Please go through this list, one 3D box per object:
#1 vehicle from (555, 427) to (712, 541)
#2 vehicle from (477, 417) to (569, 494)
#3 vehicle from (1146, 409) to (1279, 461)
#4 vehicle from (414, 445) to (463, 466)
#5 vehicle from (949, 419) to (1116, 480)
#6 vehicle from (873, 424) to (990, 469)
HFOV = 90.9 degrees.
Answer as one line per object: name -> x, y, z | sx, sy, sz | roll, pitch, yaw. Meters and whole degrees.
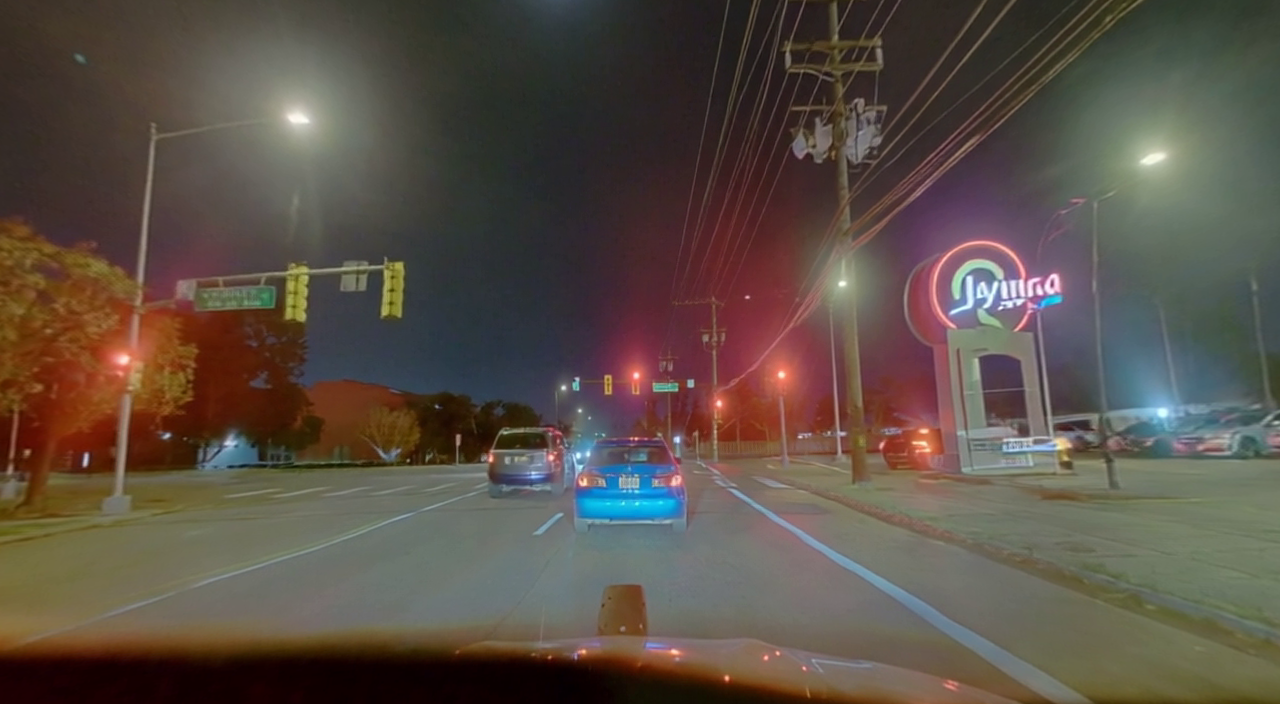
vehicle -> -0.146, 2.060, 10.517 | 2.070, 1.481, 4.216 | 0, -8, -2
vehicle -> -3.104, 2.864, 17.685 | 2.106, 1.852, 4.512 | 1, -8, -5
vehicle -> 18.704, 2.711, 20.385 | 4.446, 1.511, 1.977 | 4, -10, -29
vehicle -> -15.584, 7.941, 48.584 | 2.111, 1.511, 4.641 | 6, -10, -37
vehicle -> 10.537, 2.668, 17.385 | 1.888, 1.455, 4.268 | 0, -8, 1
vehicle -> 10.631, 3.494, 23.433 | 1.842, 1.471, 4.481 | 1, -8, -6
